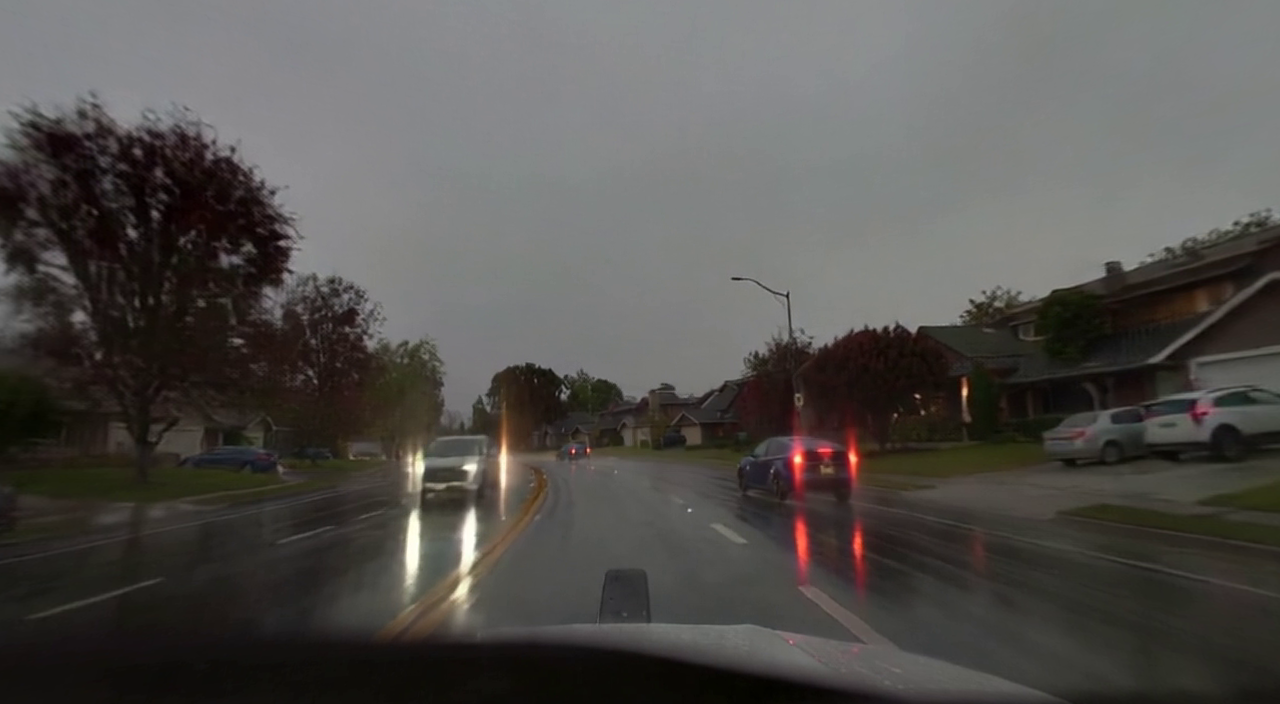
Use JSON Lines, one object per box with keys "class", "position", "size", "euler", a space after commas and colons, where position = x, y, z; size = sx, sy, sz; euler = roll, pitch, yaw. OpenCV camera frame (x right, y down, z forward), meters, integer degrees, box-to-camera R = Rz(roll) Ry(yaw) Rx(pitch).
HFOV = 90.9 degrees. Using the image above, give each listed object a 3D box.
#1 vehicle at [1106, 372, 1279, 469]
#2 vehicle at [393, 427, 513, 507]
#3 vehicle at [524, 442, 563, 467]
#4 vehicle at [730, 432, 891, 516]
{"class": "vehicle", "position": [14.910, 1.643, 15.895], "size": [4.455, 1.795, 2.331], "euler": [-7, -6, -7]}
{"class": "vehicle", "position": [-4.890, 3.061, 17.300], "size": [2.316, 1.845, 4.805], "euler": [1, -8, -7]}
{"class": "vehicle", "position": [-6.994, 7.317, 45.333], "size": [2.106, 1.667, 4.367], "euler": [2, -9, -17]}
{"class": "vehicle", "position": [3.434, 2.544, 13.690], "size": [1.934, 1.506, 4.282], "euler": [1, -8, -5]}
